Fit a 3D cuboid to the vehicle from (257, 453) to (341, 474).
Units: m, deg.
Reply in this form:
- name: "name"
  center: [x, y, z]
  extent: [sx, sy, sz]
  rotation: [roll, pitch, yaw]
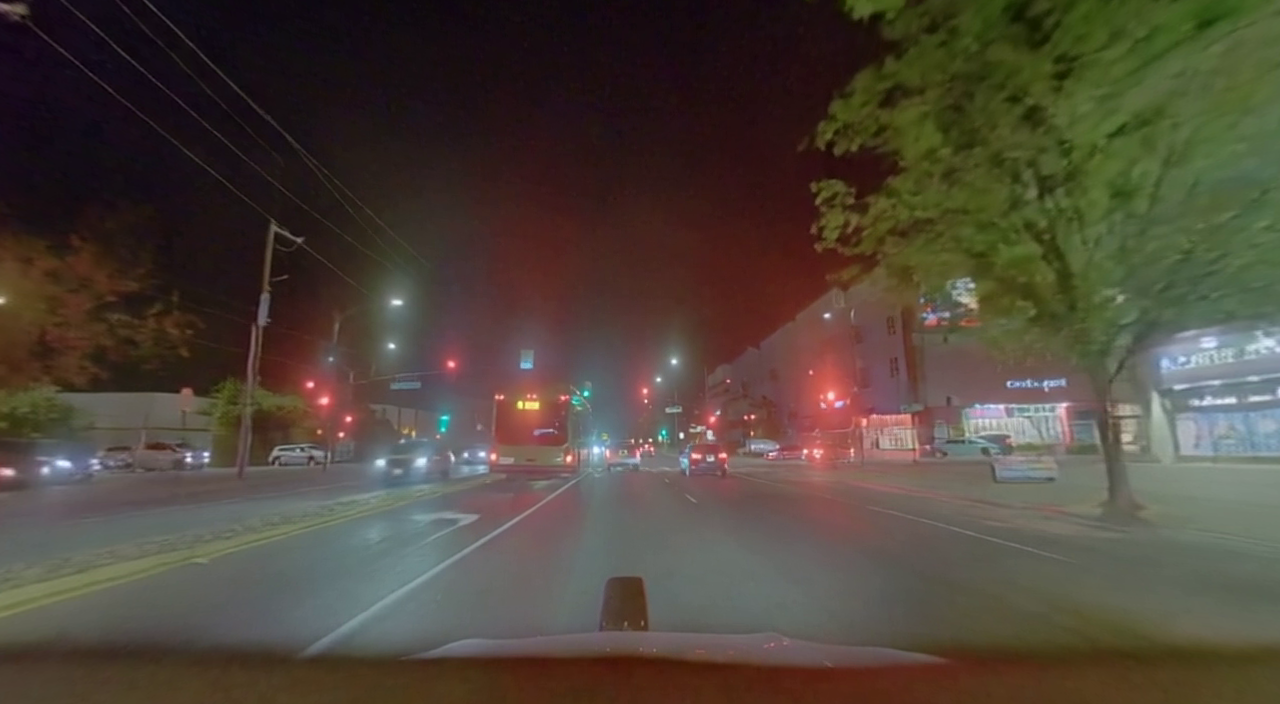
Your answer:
- name: "vehicle"
  center: [-24.787, 8.108, 45.890]
  extent: [4.868, 1.434, 2.115]
  rotation: [0, -8, -1]

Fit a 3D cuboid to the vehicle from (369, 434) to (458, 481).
- name: "vehicle"
  center: [-9.059, 4.243, 25.655]
  extent: [2.157, 1.731, 4.433]
  rotation: [0, -8, -3]

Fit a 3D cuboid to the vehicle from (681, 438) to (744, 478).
- name: "vehicle"
  center: [3.001, 4.475, 26.958]
  extent: [2.046, 1.540, 3.883]
  rotation: [0, -8, -3]

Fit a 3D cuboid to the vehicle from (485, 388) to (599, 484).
- name: "vehicle"
  center: [-3.765, 3.800, 28.268]
  extent: [3.018, 3.217, 13.998]
  rotation: [0, -8, -1]

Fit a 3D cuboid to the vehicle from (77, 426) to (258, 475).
- name: "vehicle"
  center: [-34.477, 7.244, 46.389]
  extent: [10.321, 3.275, 3.158]
  rotation: [0, -10, -4]

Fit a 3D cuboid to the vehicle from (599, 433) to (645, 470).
- name: "vehicle"
  center: [-1.014, 5.374, 34.284]
  extent: [2.301, 1.837, 4.411]
  rotation: [0, -8, -3]
